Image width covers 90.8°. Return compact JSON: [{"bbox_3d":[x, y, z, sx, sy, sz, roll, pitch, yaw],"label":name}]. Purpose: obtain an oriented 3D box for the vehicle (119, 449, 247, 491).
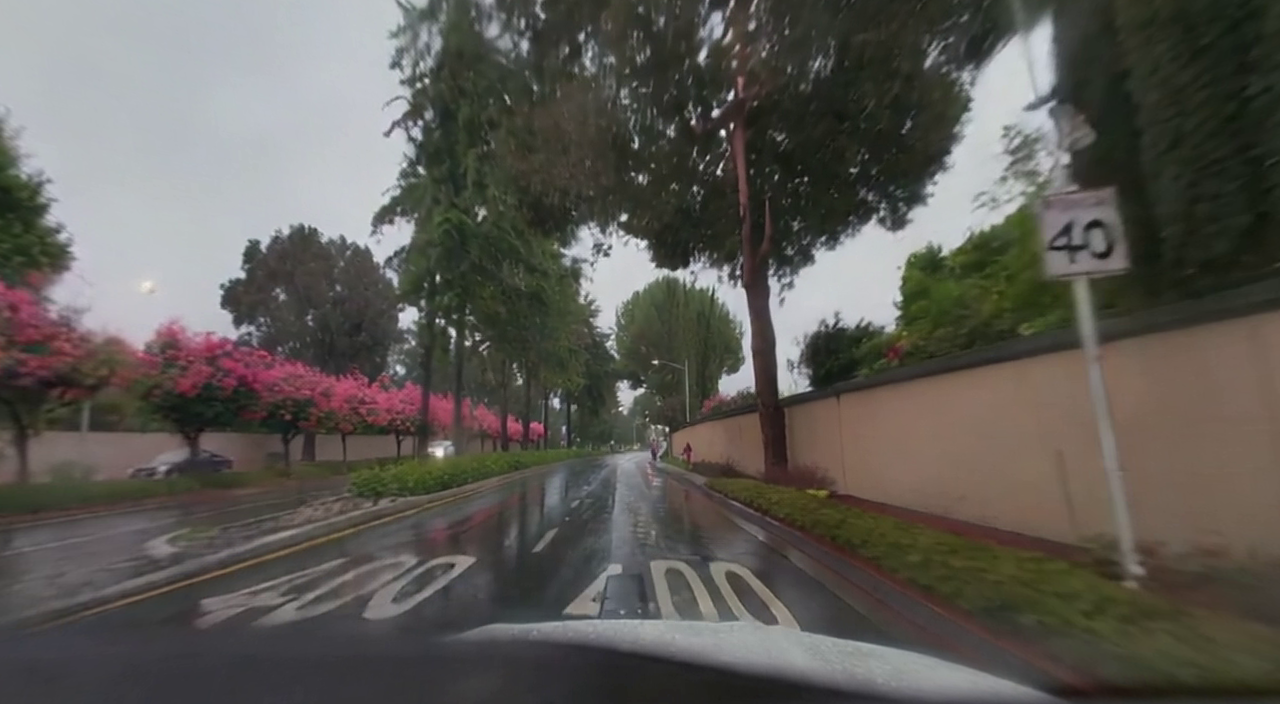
[{"bbox_3d":[-16.978,4.366,23.745,1.827,1.404,4.141,1,-8,-3],"label":"vehicle"}]
